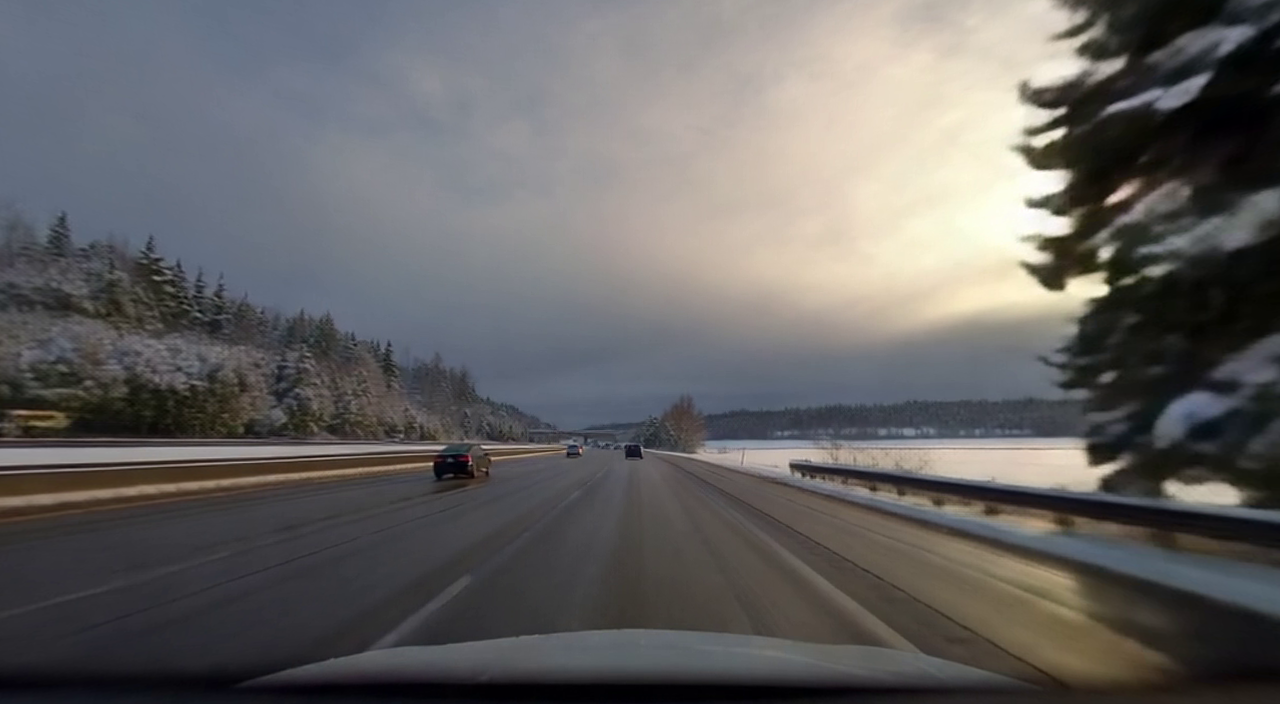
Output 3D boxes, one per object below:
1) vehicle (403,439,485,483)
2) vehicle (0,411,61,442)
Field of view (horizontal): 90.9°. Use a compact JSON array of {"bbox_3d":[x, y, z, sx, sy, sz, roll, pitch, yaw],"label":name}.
[{"bbox_3d":[-7.687,4.289,25.132,1.972,1.603,3.891,0,-8,0],"label":"vehicle"},{"bbox_3d":[-42.445,4.994,41.863,2.290,1.947,5.925,0,-8,0],"label":"vehicle"}]
